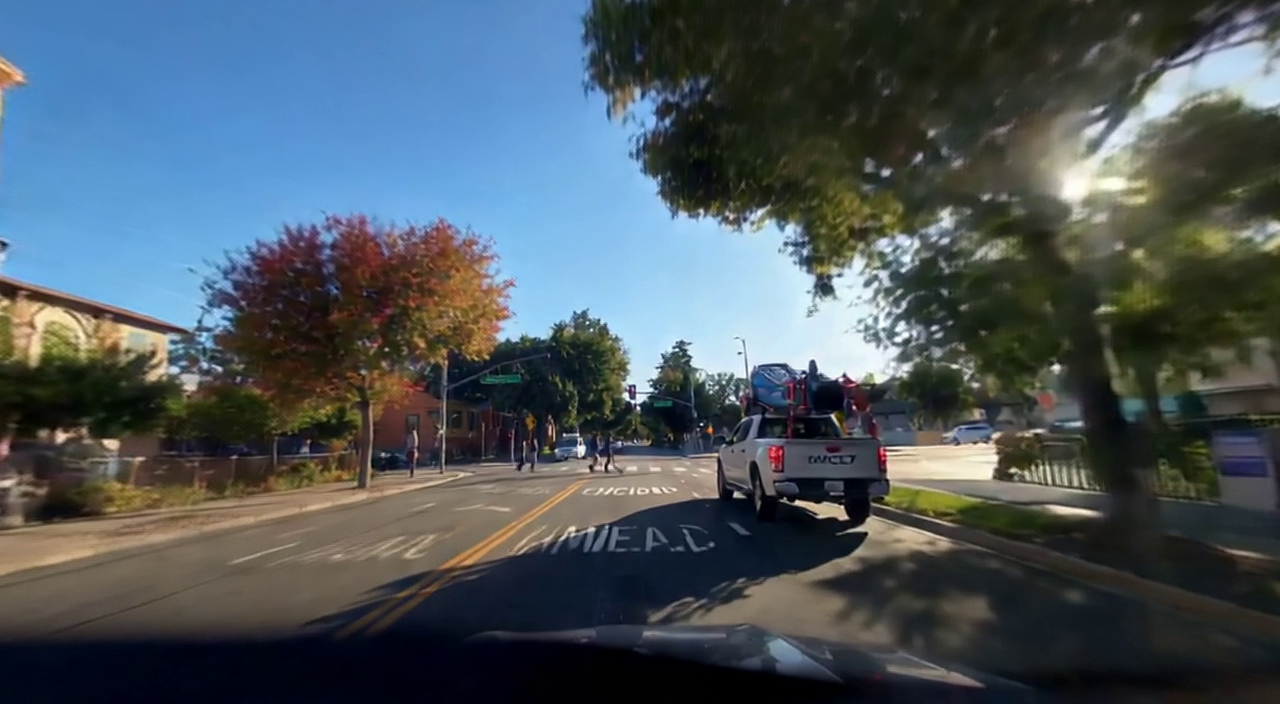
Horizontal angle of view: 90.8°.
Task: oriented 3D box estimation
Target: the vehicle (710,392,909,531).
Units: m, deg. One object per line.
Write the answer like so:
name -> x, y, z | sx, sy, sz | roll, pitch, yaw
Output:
vehicle -> 2.777, 1.996, 12.001 | 2.177, 2.015, 5.463 | 0, -8, -1
